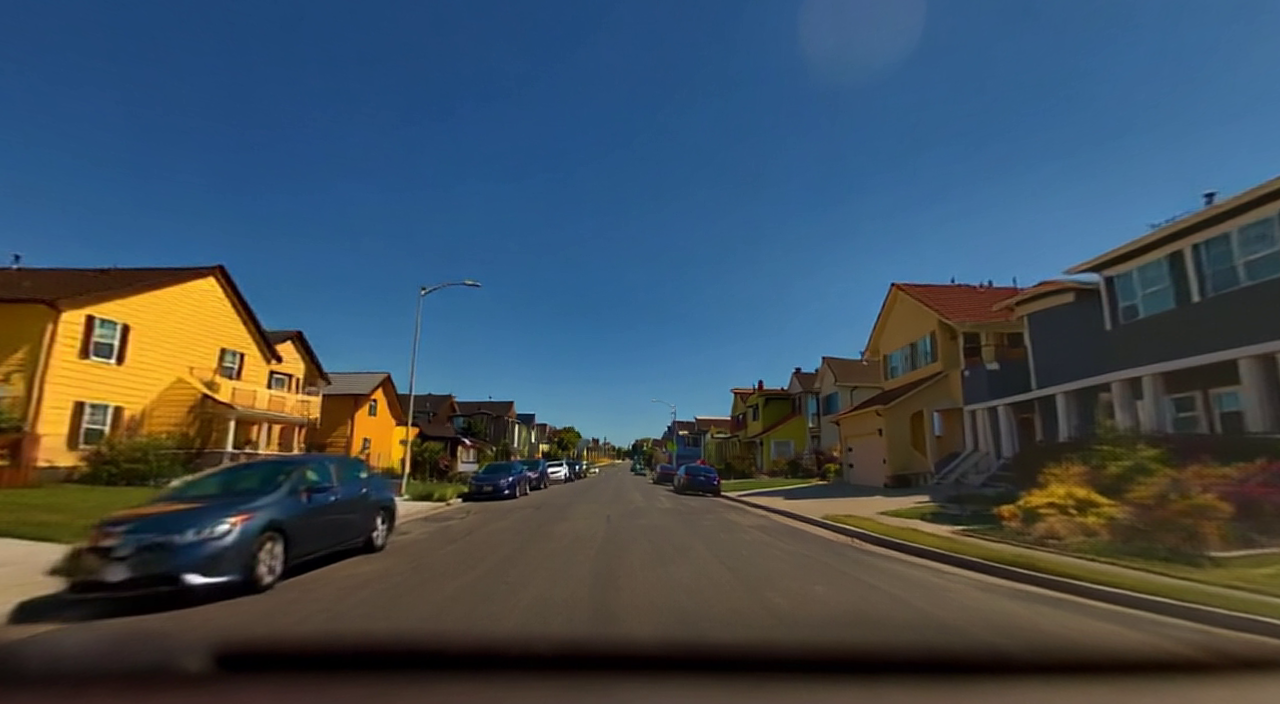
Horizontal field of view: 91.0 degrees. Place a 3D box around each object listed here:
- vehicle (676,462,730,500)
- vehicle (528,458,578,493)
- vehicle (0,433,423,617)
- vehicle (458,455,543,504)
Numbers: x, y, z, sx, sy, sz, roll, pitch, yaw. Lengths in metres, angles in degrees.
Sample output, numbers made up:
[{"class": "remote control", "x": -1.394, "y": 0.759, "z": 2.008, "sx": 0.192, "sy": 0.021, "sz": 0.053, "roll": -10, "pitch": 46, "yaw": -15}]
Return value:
[{"class": "vehicle", "x": 2.765, "y": 5.808, "z": 28.733, "sx": 1.888, "sy": 1.484, "sz": 4.476, "roll": 1, "pitch": -9, "yaw": -2}, {"class": "vehicle", "x": -4.591, "y": 6.573, "z": 33.885, "sx": 2.089, "sy": 1.508, "sz": 4.537, "roll": 2, "pitch": -8, "yaw": -2}, {"class": "vehicle", "x": -4.504, "y": 1.867, "z": 7.655, "sx": 2.080, "sy": 1.471, "sz": 4.638, "roll": 1, "pitch": -10, "yaw": 0}, {"class": "vehicle", "x": -4.734, "y": 4.397, "z": 22.220, "sx": 2.020, "sy": 1.470, "sz": 5.300, "roll": 1, "pitch": -9, "yaw": -2}]
